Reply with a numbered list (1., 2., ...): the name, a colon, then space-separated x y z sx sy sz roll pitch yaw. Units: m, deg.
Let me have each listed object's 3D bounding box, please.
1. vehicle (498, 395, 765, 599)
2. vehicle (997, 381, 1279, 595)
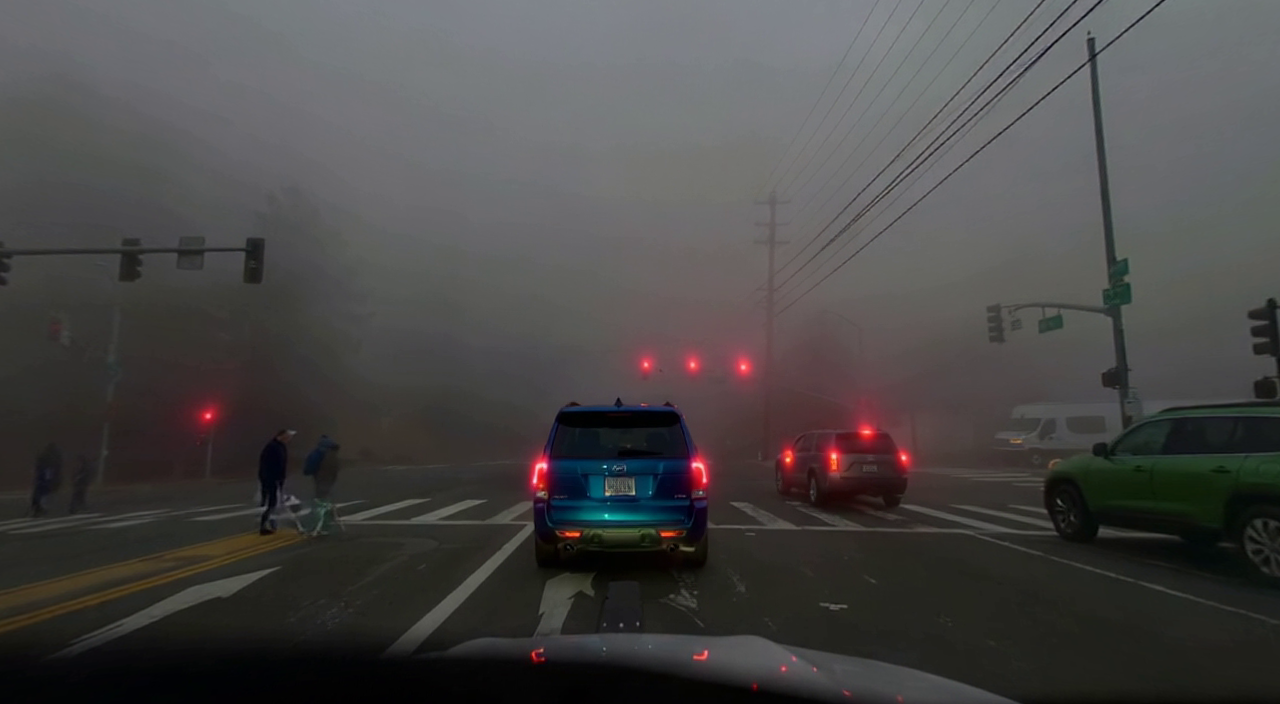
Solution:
1. vehicle: -0.108 1.562 7.627 2.285 1.729 4.252 0 -9 -1
2. vehicle: 6.575 1.440 7.242 2.119 1.827 4.806 0 -9 0
